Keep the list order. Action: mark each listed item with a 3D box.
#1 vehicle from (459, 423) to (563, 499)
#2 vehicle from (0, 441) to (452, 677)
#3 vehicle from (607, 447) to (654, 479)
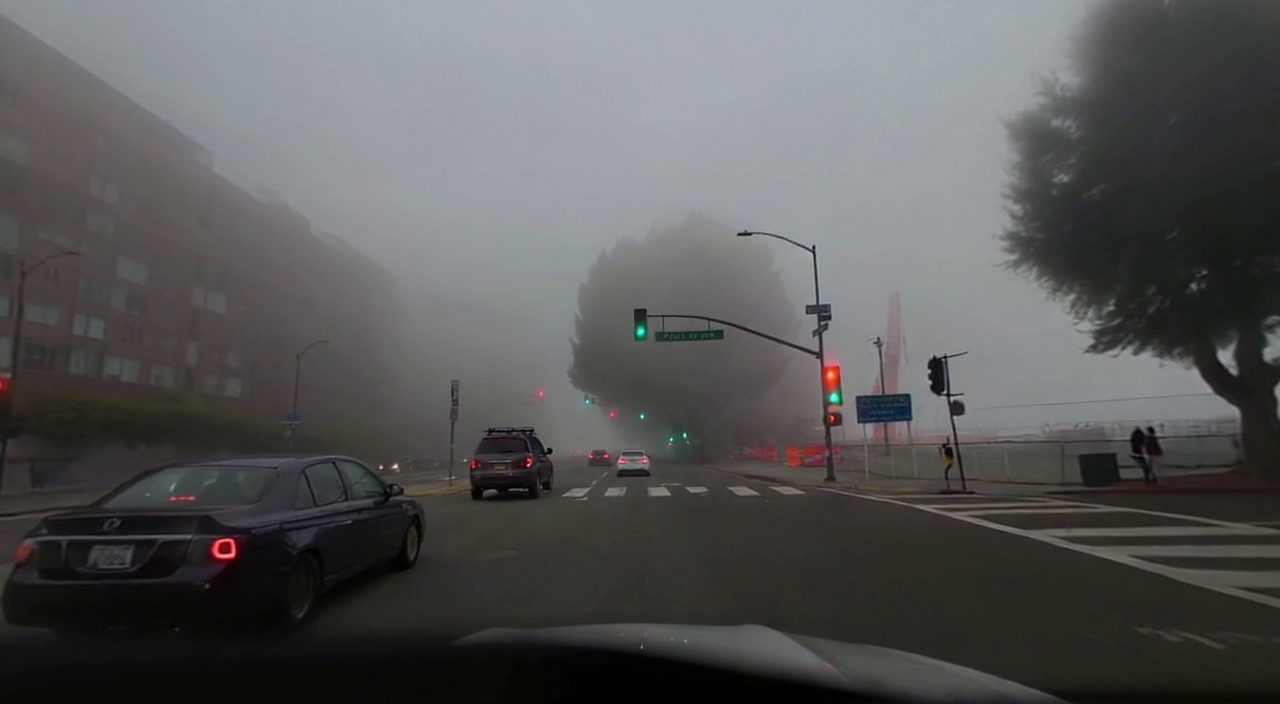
[{"bbox_3d":[-3.852,3.359,19.772,2.240,2.054,4.662,0,-9,1],"label":"vehicle"},{"bbox_3d":[-3.501,1.597,6.134,1.959,1.406,4.527,0,-9,0],"label":"vehicle"},{"bbox_3d":[-0.476,5.382,30.833,2.171,1.422,4.146,0,-9,-1],"label":"vehicle"}]
